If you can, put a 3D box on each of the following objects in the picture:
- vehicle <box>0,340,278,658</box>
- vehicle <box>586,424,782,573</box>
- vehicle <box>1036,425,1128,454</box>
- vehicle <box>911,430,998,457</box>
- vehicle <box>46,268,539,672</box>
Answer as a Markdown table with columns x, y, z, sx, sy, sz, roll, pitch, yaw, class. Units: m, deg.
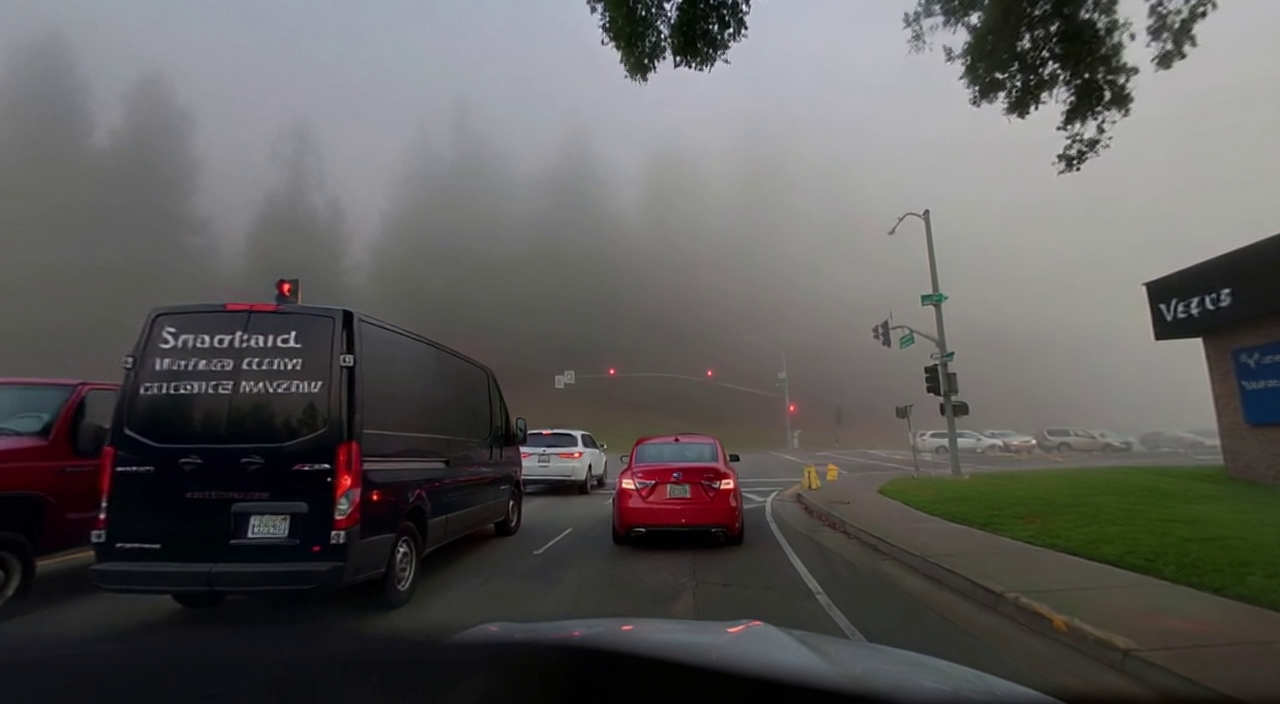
| x | y | z | sx | sy | sz | roll | pitch | yaw | class |
| --- | --- | --- | --- | --- | --- | --- | --- | --- | --- |
| -5.925 | 1.217 | 5.518 | 2.352 | 2.333 | 5.197 | 0 | -8 | 0 | vehicle |
| 0.773 | 2.105 | 9.929 | 2.398 | 1.773 | 4.254 | -1 | -8 | 7 | vehicle |
| 32.007 | 6.371 | 45.628 | 5.084 | 2.041 | 2.360 | 1 | -9 | -8 | vehicle |
| 21.942 | 6.405 | 43.985 | 5.021 | 1.848 | 2.210 | 1 | -9 | -9 | vehicle |
| -3.040 | 1.249 | 7.643 | 2.555 | 3.035 | 5.702 | 0 | -8 | 1 | vehicle |
